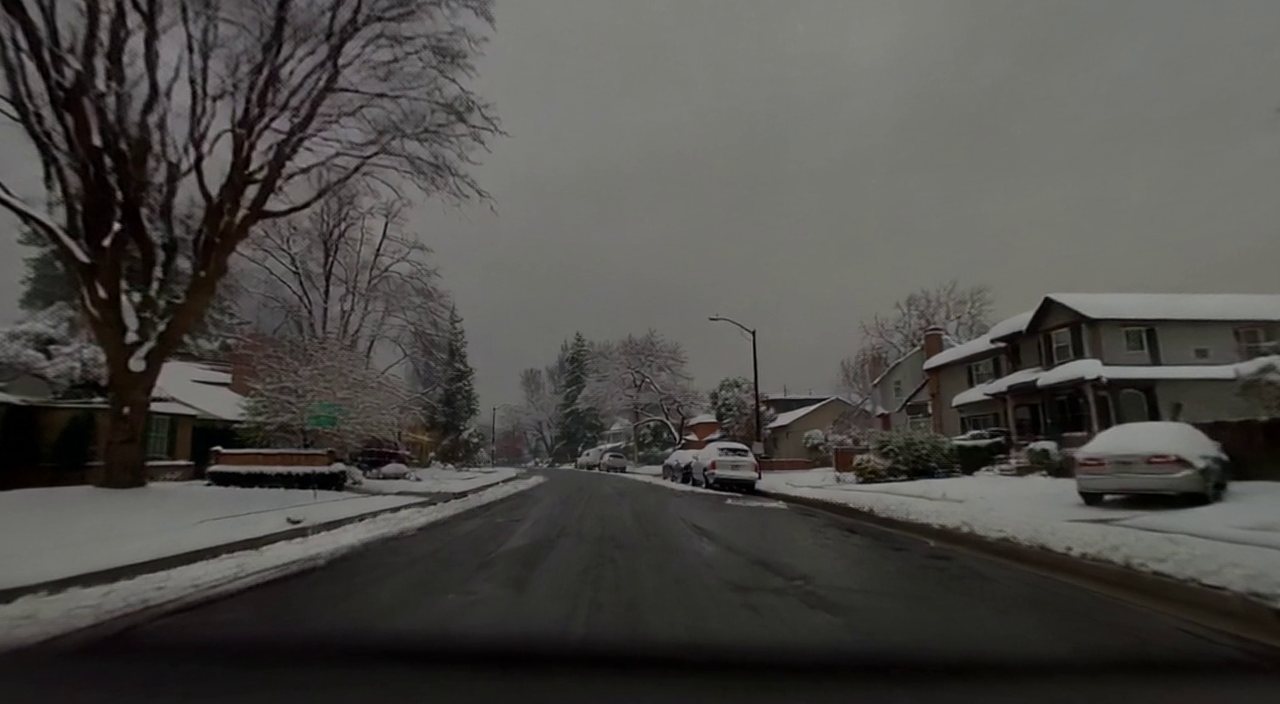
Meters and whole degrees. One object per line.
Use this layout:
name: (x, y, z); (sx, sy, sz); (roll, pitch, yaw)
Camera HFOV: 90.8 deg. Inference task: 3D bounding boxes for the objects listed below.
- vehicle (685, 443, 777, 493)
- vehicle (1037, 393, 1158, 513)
vehicle: (3.854, 5.112, 28.180); (2.715, 1.900, 6.163); (2, -9, -5)
vehicle: (9.864, 2.157, 13.663); (1.820, 2.366, 1.453); (-7, -11, 37)
